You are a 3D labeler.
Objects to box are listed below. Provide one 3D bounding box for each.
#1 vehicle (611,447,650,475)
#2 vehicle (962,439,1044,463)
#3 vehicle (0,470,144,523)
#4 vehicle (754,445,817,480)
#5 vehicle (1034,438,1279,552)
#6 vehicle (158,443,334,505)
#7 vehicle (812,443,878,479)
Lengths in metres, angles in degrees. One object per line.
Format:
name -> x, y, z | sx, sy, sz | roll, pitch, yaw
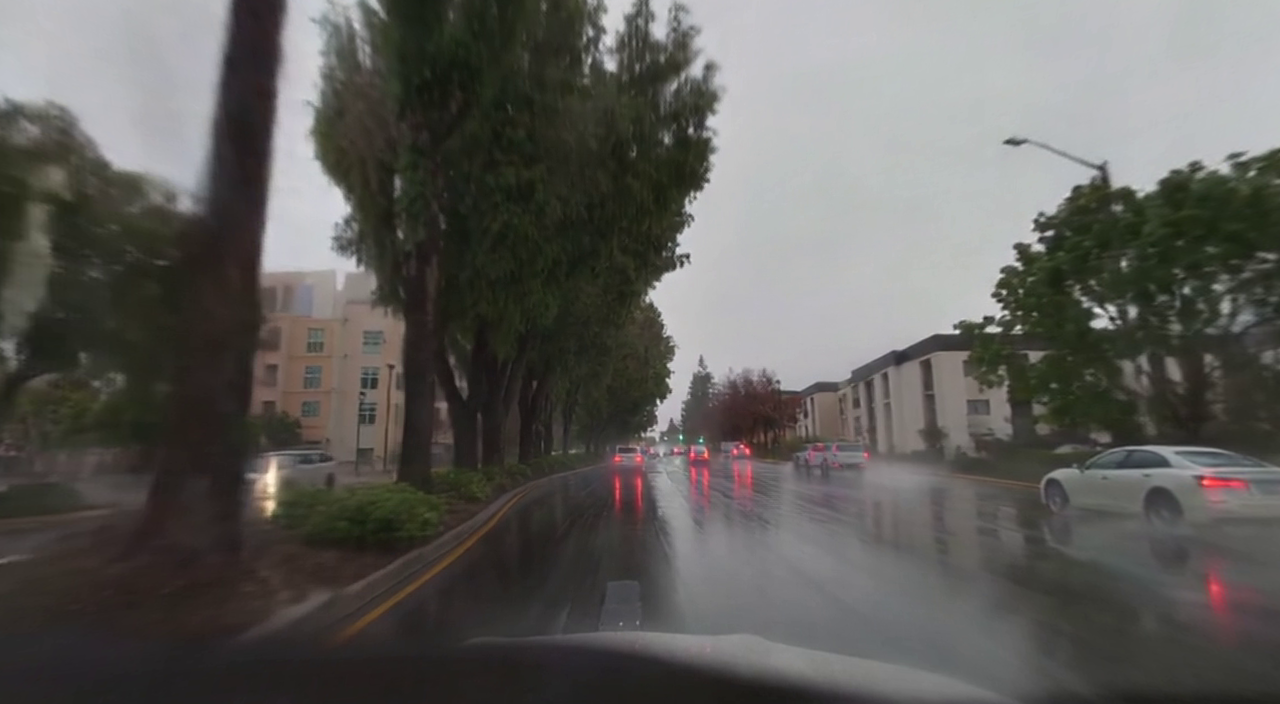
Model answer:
vehicle -> -0.512, 6.184, 35.949 | 2.077, 1.477, 3.897 | 0, -9, 0
vehicle -> 27.867, 7.594, 48.658 | 5.026, 1.733, 2.014 | 0, -8, 2
vehicle -> -18.322, 4.492, 20.063 | 1.769, 1.344, 3.947 | -1, -9, 3
vehicle -> 6.601, 5.046, 29.093 | 2.020, 1.472, 3.958 | 0, -9, 2
vehicle -> 9.154, 2.275, 10.848 | 1.888, 1.508, 4.646 | -1, -9, 2
vehicle -> -14.791, 4.587, 24.372 | 2.879, 2.048, 5.861 | -1, -9, 2
vehicle -> 10.366, 5.511, 32.279 | 1.945, 1.687, 4.292 | 0, -9, 1
